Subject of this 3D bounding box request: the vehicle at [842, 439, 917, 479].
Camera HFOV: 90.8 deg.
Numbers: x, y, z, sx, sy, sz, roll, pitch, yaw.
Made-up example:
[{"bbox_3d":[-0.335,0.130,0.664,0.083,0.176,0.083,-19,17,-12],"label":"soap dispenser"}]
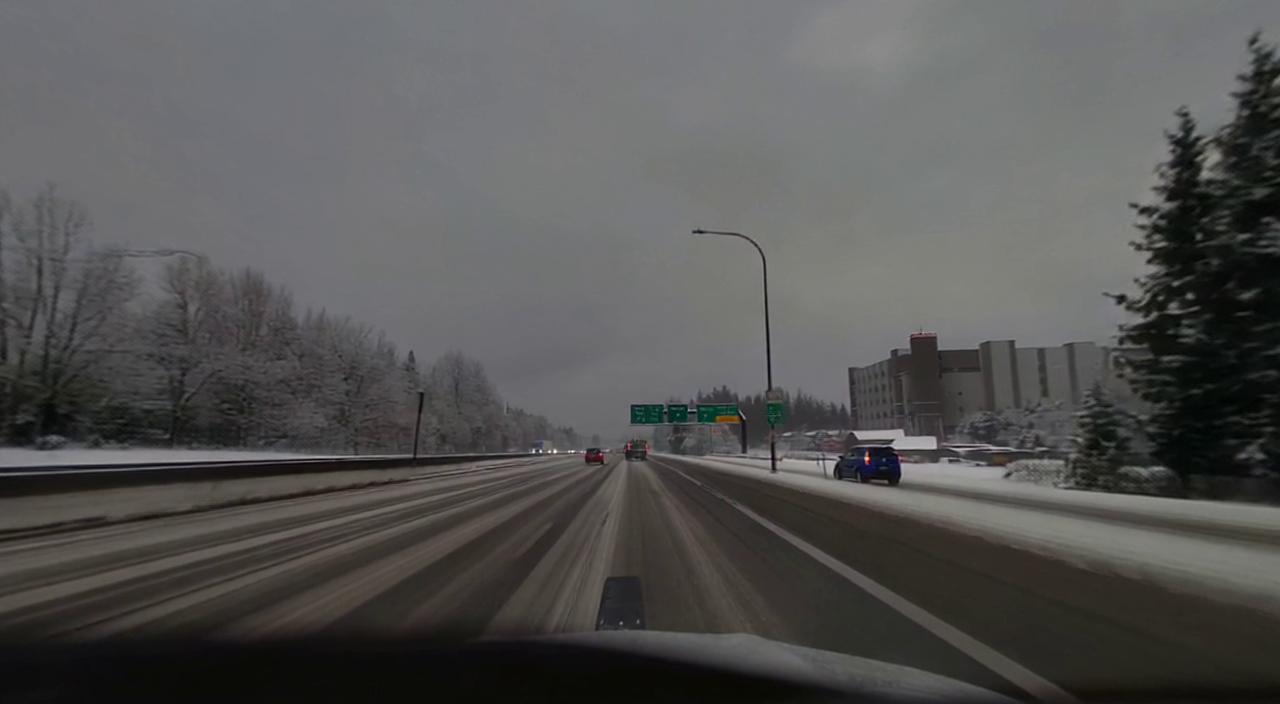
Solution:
[{"bbox_3d":[15.058,6.775,40.116,2.411,2.326,5.300,0,-9,-3],"label":"vehicle"}]
